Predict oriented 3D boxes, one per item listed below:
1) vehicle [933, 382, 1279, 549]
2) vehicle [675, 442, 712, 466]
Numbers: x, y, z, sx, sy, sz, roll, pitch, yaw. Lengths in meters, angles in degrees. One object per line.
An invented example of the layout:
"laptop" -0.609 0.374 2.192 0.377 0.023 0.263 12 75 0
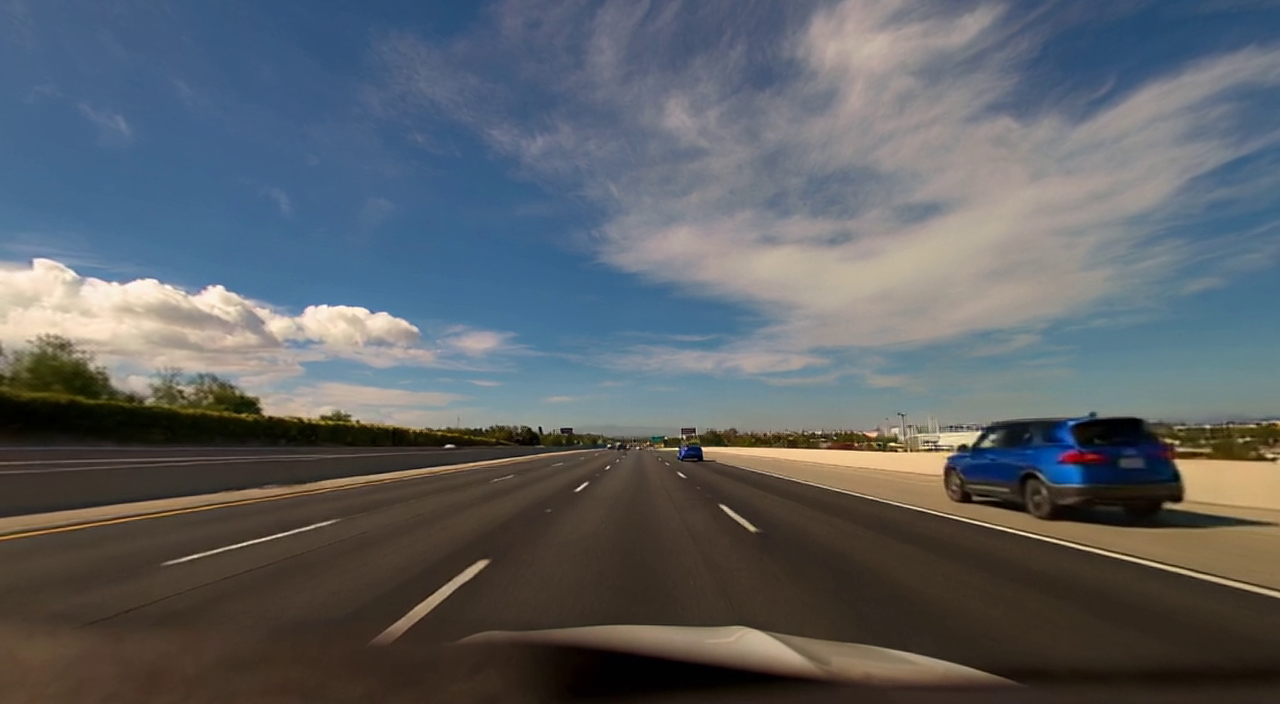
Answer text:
"vehicle" 6.706 1.670 9.792 2.065 1.953 4.605 0 -8 0
"vehicle" 3.464 6.712 41.761 2.000 1.533 3.770 0 -8 -1
